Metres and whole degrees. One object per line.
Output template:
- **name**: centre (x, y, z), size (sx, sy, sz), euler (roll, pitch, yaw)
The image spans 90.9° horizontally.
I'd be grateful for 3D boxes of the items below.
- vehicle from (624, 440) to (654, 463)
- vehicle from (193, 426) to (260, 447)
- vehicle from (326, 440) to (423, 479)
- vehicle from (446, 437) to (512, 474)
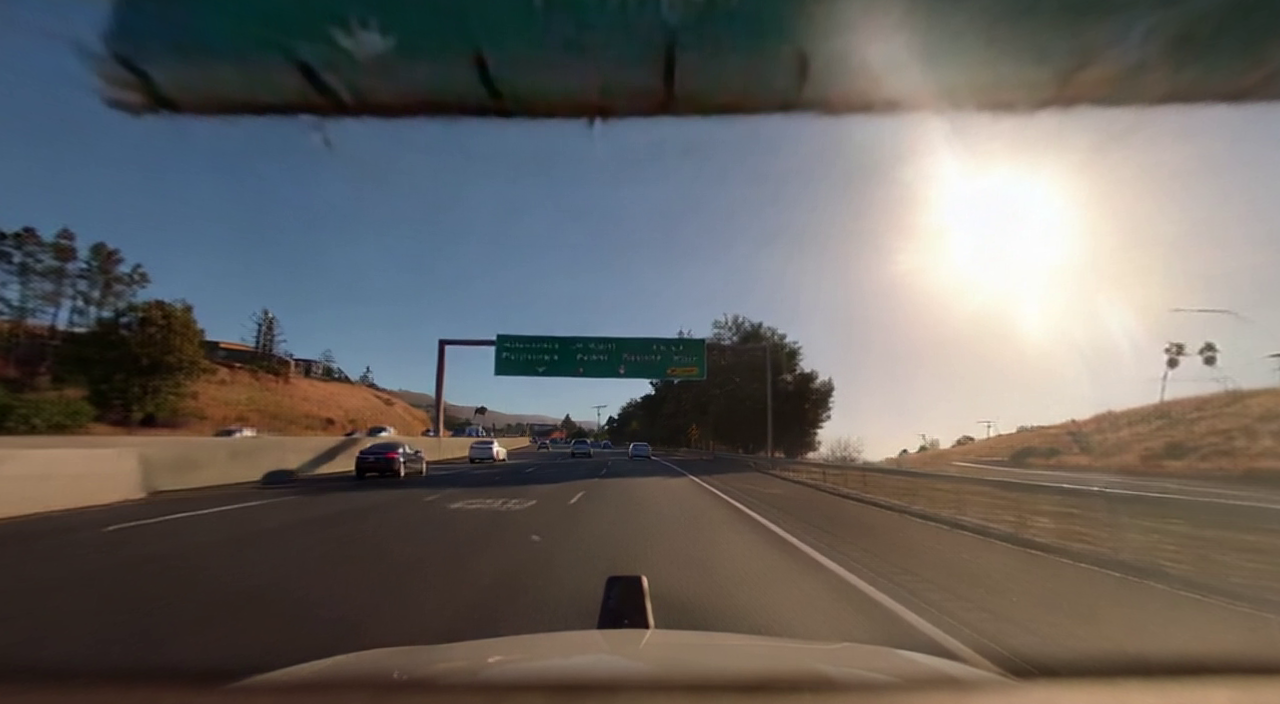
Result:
- **vehicle**: centre (-0.128, 6.503, 41.382), size (1.881, 1.460, 3.694), euler (0, -8, -1)
- **vehicle**: centre (-30.863, 6.346, 47.266), size (1.861, 1.520, 4.575), euler (0, -8, 1)
- **vehicle**: centre (-11.115, 4.509, 26.840), size (1.935, 1.474, 5.033), euler (0, -8, 0)
- **vehicle**: centre (-7.529, 4.861, 29.899), size (2.086, 1.628, 4.039), euler (0, -8, -1)
